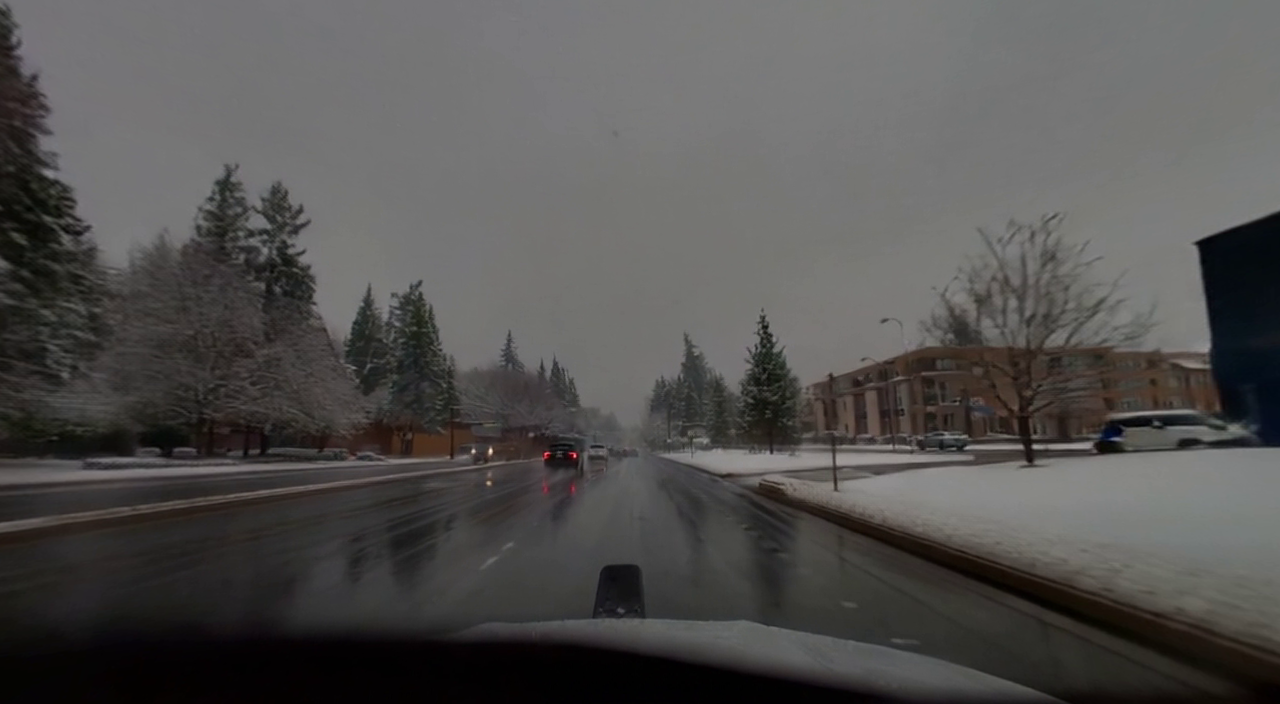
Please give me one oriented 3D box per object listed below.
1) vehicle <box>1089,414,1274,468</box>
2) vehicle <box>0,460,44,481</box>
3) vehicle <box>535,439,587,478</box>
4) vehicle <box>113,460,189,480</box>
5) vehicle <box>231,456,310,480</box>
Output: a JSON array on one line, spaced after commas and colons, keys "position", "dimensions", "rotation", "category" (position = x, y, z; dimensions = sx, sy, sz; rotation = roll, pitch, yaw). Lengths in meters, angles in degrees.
[{"position": [17.669, 2.960, 21.061], "dimensions": [1.995, 1.554, 4.943], "rotation": [-1, -8, 3], "category": "vehicle"}, {"position": [-48.198, 8.949, 47.799], "dimensions": [4.252, 1.460, 1.865], "rotation": [0, -9, 0], "category": "vehicle"}, {"position": [-3.770, 5.186, 30.875], "dimensions": [1.959, 1.741, 4.141], "rotation": [0, -9, 1], "category": "vehicle"}, {"position": [-36.927, 8.893, 47.749], "dimensions": [4.257, 1.446, 1.817], "rotation": [0, -9, 2], "category": "vehicle"}, {"position": [-25.846, 8.089, 44.365], "dimensions": [1.812, 1.507, 4.428], "rotation": [-5, -10, 26], "category": "vehicle"}]
